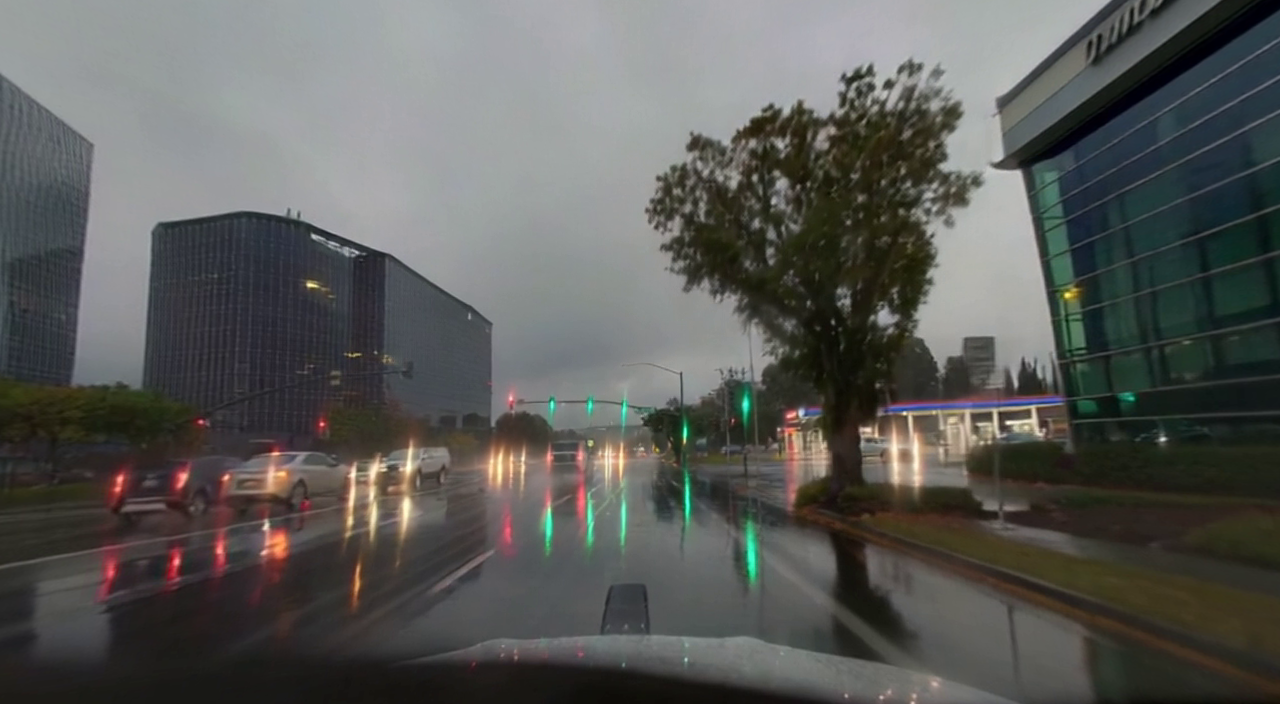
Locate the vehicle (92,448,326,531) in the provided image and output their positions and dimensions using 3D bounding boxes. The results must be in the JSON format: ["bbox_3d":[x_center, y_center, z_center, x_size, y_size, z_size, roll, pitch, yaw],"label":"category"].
[{"bbox_3d":[-9.460,3.000,14.485,1.965,1.541,4.718,-1,-8,1],"label":"vehicle"}]

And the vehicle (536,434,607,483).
[{"bbox_3d":[-3.153,5.110,30.592,2.602,2.091,6.347,-1,-8,2],"label":"vehicle"}]

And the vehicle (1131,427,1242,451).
[{"bbox_3d":[34.905,5.594,40.431,4.849,1.399,2.057,-2,-9,17],"label":"vehicle"}]

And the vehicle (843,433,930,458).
[{"bbox_3d":[18.060,6.869,46.214,5.708,1.585,2.070,-4,-6,24],"label":"vehicle"}]

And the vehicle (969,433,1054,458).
[{"bbox_3d":[25.580,6.468,43.610,4.700,1.579,1.823,-4,-9,19],"label":"vehicle"}]

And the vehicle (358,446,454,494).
[{"bbox_3d":[-9.148,4.615,25.116,2.068,1.659,4.509,-1,-8,1],"label":"vehicle"}]
